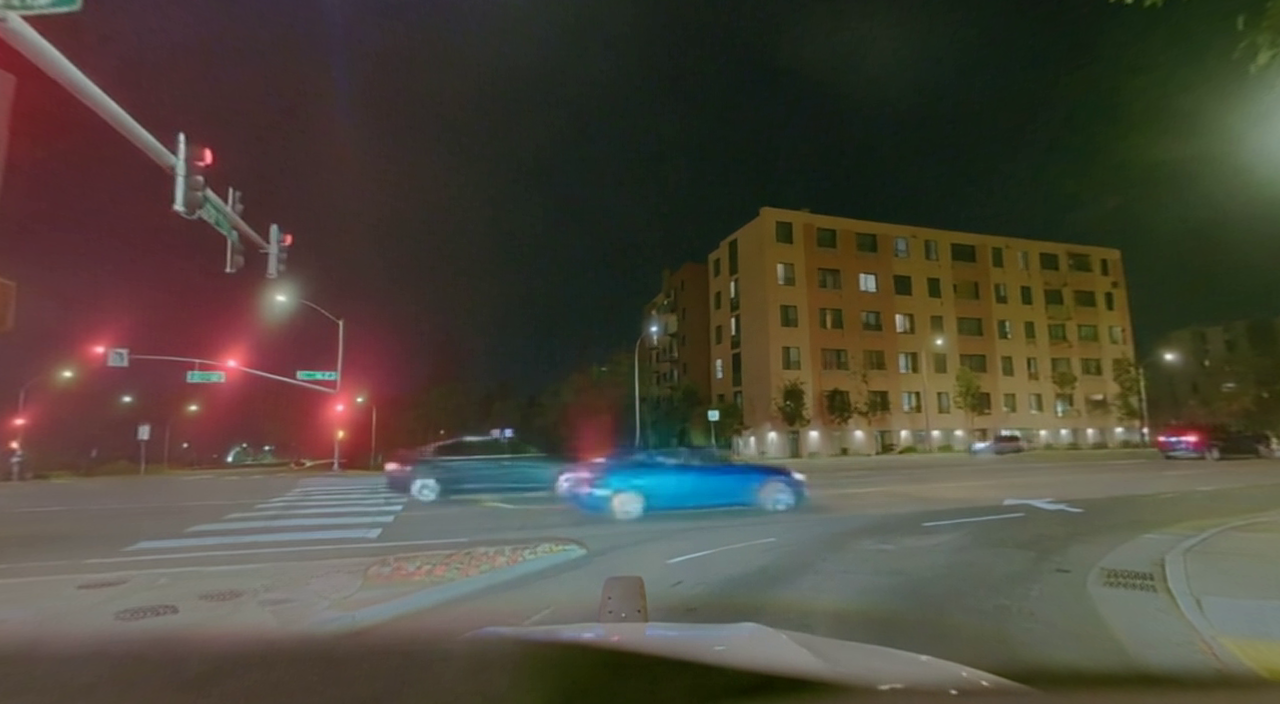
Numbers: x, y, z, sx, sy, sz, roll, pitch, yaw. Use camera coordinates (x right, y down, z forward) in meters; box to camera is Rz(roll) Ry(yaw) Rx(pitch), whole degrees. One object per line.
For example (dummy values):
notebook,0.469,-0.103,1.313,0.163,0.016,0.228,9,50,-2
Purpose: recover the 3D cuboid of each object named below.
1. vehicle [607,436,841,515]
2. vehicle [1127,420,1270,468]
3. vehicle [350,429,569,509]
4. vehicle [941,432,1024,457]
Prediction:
vehicle,1.744,2.533,13.416,4.521,1.433,1.943,3,-9,-20
vehicle,21.368,3.526,24.144,4.711,1.688,1.915,3,-9,-20
vehicle,-4.239,2.718,15.089,4.683,1.678,1.981,3,-9,-20
vehicle,21.686,5.836,39.931,4.751,1.487,1.888,3,-9,-20
